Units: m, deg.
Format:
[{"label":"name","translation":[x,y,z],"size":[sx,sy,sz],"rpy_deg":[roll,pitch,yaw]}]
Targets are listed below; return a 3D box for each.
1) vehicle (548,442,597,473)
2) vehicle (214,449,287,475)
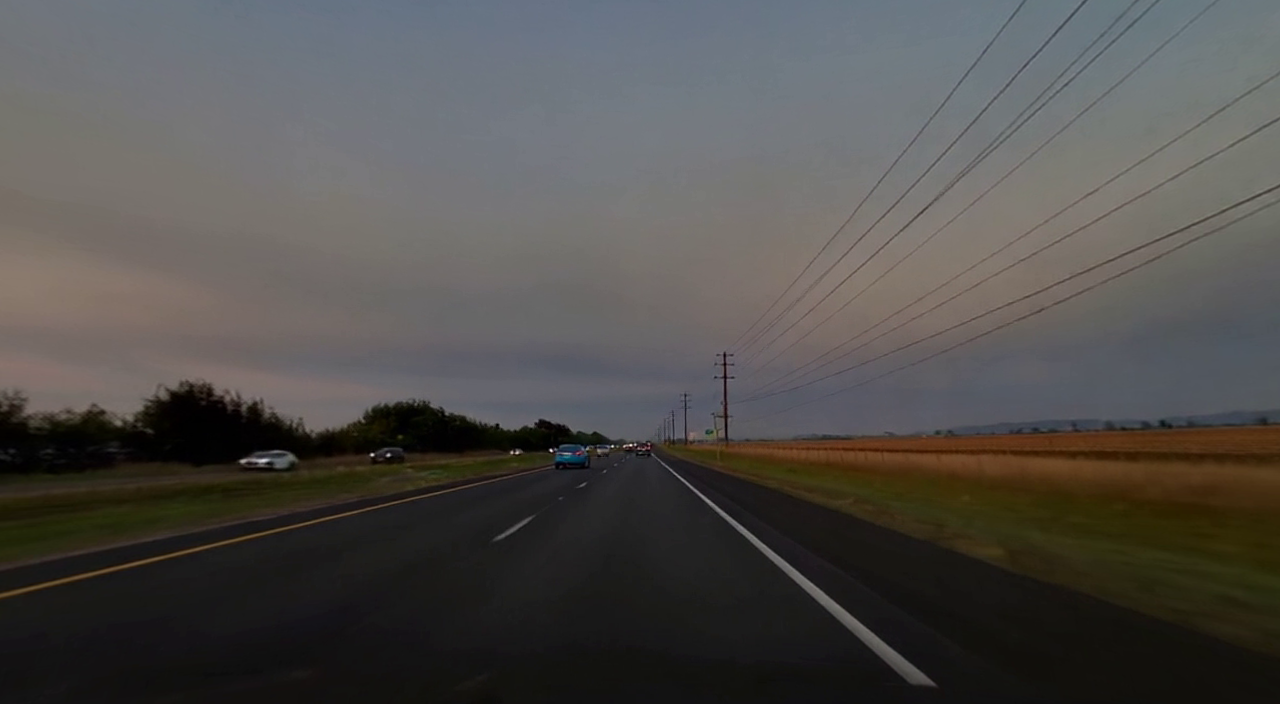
[{"label":"vehicle","translation":[-3.586,5.740,34.464],"size":[2.120,1.597,4.810],"rpy_deg":[0,-9,1]},{"label":"vehicle","translation":[-24.916,7.024,40.486],"size":[1.858,1.529,4.350],"rpy_deg":[0,-9,1]}]
